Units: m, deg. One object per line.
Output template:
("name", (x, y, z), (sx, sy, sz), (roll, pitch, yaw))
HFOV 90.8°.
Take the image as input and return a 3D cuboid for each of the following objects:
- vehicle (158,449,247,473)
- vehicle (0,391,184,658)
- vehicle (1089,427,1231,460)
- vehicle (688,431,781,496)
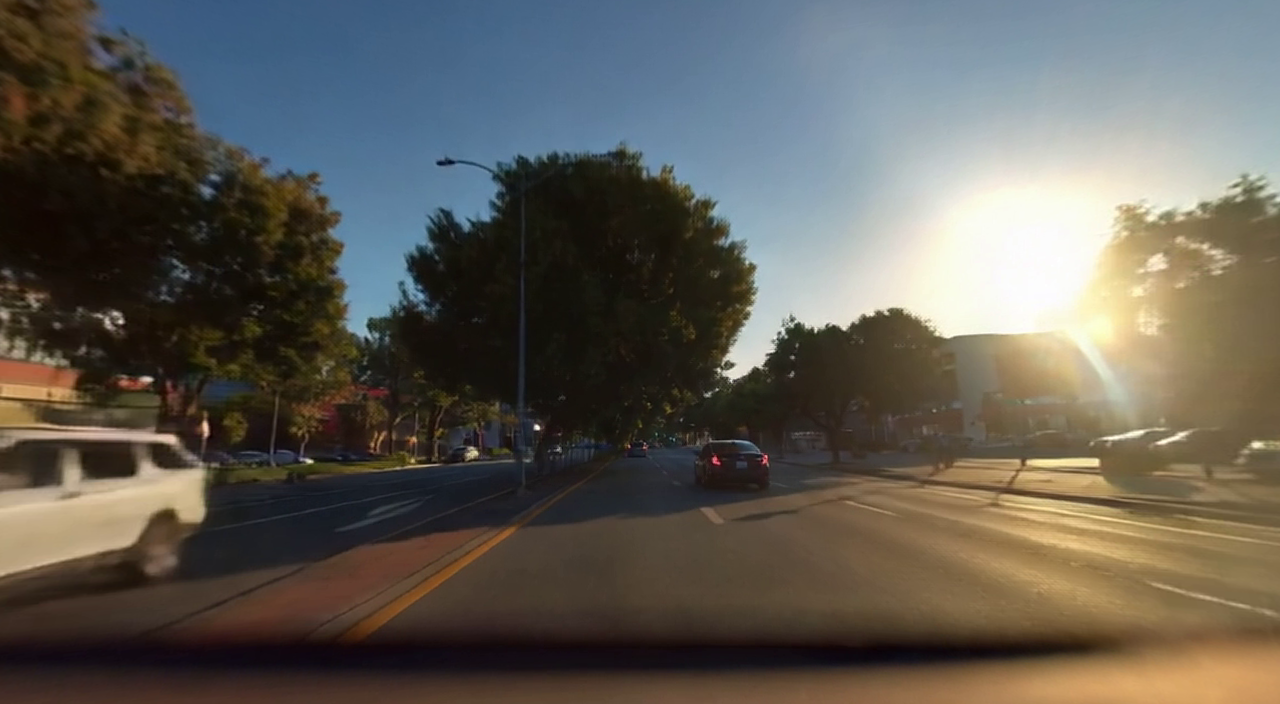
("vehicle", (-30.080, 7.470, 43.488), (4.656, 1.508, 1.953), (-1, -9, 1))
("vehicle", (-5.099, 1.113, 3.862), (2.134, 1.660, 4.625), (0, -9, -14))
("vehicle", (23.858, 4.252, 29.194), (1.813, 1.395, 4.616), (5, -10, -30))
("vehicle", (2.657, 3.245, 18.792), (1.963, 1.677, 4.229), (0, -8, -2))
